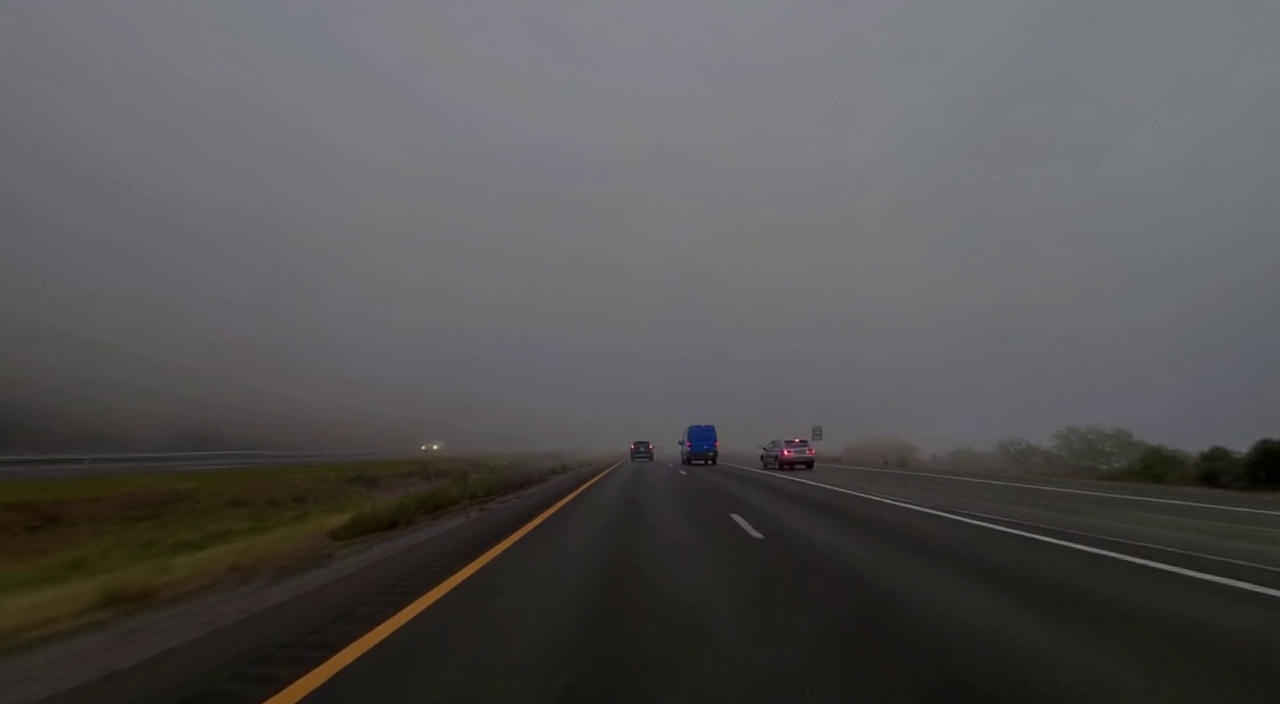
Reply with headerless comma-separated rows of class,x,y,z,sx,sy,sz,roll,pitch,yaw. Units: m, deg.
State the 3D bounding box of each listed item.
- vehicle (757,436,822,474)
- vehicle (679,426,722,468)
vehicle,8.103,5.617,34.755,2.240,1.925,4.854,0,-8,-2
vehicle,4.086,6.552,43.680,2.302,2.670,6.176,0,-8,-1
